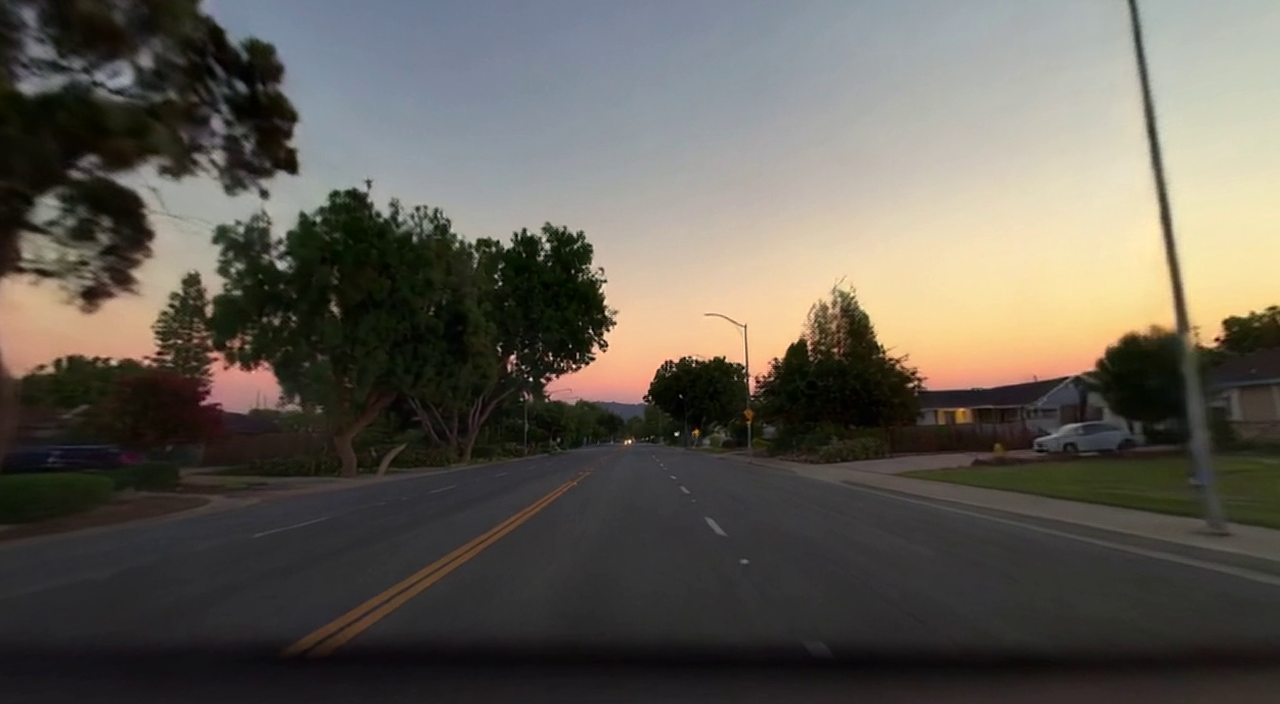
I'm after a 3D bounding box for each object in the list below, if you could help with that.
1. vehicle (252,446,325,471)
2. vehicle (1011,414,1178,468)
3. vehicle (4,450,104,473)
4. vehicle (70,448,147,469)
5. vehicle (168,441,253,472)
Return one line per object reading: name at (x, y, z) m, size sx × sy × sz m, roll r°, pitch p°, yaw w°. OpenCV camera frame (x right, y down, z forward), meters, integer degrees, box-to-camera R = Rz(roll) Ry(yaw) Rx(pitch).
vehicle at (-23.406, 7.067, 42.063) m, size 4.584 × 1.562 × 2.091 m, roll -5°, pitch -10°, yaw 29°
vehicle at (21.287, 4.187, 29.798) m, size 6.048 × 2.416 × 2.158 m, roll 0°, pitch -8°, yaw 0°
vehicle at (-41.614, 7.767, 45.009) m, size 4.780 × 1.482 × 1.881 m, roll 4°, pitch -9°, yaw -23°
vehicle at (-40.750, 8.167, 48.551) m, size 4.030 × 1.467 × 1.994 m, roll 4°, pitch -8°, yaw -24°
vehicle at (-28.921, 6.982, 42.494) m, size 5.502 × 1.936 × 2.147 m, roll -4°, pitch -9°, yaw 26°
